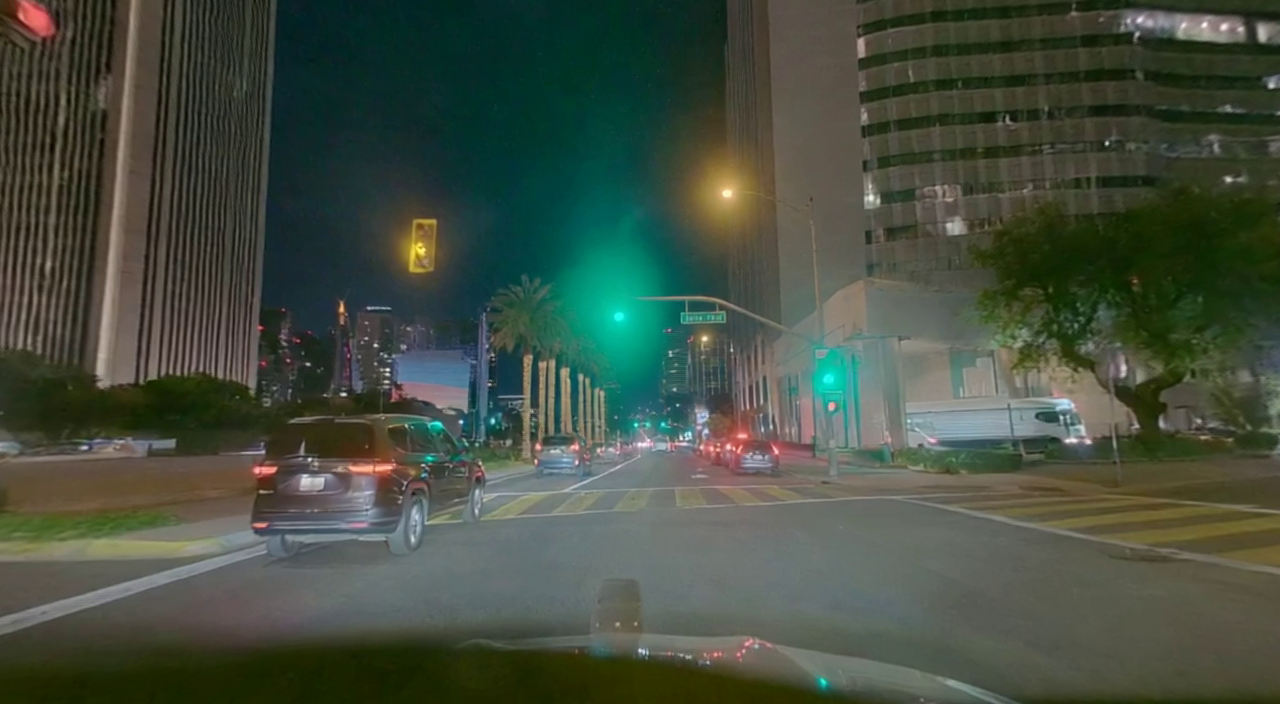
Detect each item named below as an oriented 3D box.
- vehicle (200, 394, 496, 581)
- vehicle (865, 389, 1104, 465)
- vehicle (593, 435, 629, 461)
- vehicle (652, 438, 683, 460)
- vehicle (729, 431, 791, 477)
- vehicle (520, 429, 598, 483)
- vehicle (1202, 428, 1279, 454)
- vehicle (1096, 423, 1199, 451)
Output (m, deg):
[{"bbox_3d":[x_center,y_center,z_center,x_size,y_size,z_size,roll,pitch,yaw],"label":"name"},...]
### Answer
[{"bbox_3d":[-3.332,1.620,8.300,1.800,1.797,4.224,0,-8,1],"label":"vehicle"},{"bbox_3d":[17.674,4.135,33.149,10.428,3.452,2.869,-8,-11,39],"label":"vehicle"},{"bbox_3d":[-1.895,6.485,42.488,1.955,1.637,4.243,0,-8,3],"label":"vehicle"},{"bbox_3d":[1.906,6.731,43.672,2.036,1.461,3.890,0,-8,3],"label":"vehicle"},{"bbox_3d":[4.966,4.281,26.719,1.965,1.735,4.835,0,-8,3],"label":"vehicle"},{"bbox_3d":[-2.783,3.715,22.738,2.014,1.740,4.392,0,-8,3],"label":"vehicle"},{"bbox_3d":[35.289,5.045,35.630,1.754,1.398,4.750,4,-9,-25],"label":"vehicle"},{"bbox_3d":[32.745,5.564,40.782,1.994,1.685,4.655,2,-9,-20],"label":"vehicle"}]
